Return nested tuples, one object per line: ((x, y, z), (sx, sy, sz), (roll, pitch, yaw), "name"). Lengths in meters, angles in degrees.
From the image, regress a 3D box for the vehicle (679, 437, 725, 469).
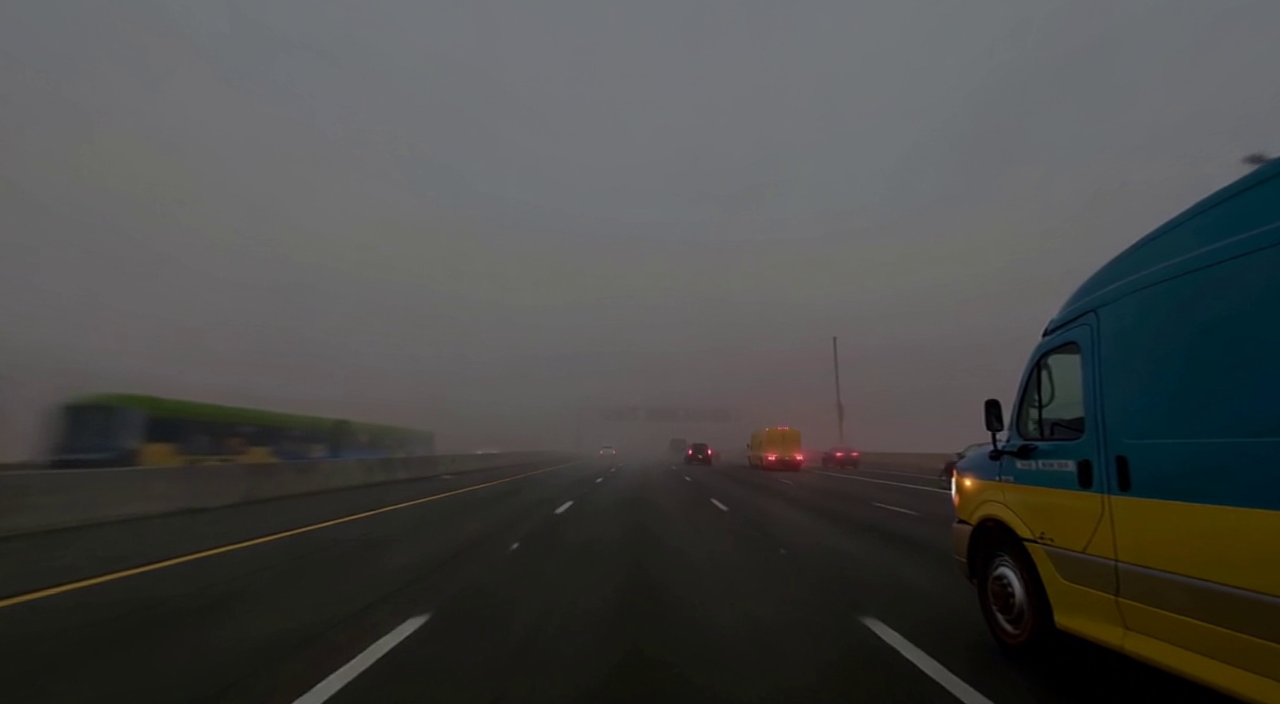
((4.053, 6.727, 42.349), (2.464, 1.961, 5.520), (0, -8, -1), "vehicle")

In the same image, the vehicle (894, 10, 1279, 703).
((3.321, 0.174, 1.457), (2.436, 2.745, 7.034), (0, -8, -1), "vehicle")

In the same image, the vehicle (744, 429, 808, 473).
((7.491, 5.522, 35.318), (2.301, 2.203, 5.419), (0, -8, -1), "vehicle")
